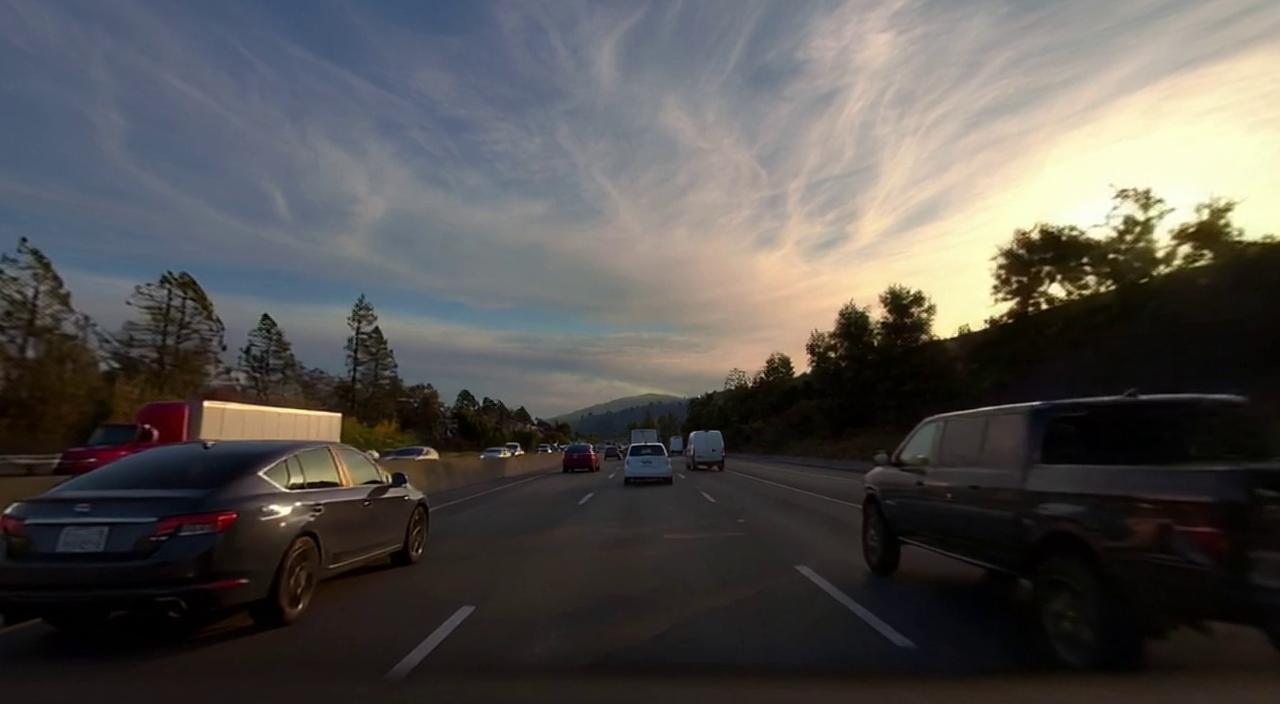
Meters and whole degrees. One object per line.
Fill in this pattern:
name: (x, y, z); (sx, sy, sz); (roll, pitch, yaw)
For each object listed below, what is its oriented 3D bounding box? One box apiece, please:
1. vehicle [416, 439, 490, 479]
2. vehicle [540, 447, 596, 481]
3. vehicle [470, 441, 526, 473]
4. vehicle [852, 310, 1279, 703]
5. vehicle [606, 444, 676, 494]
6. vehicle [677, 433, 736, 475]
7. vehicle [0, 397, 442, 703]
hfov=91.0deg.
vehicle: (-8.915, 5.134, 30.516); (2.187, 1.776, 4.518); (0, -9, 0)
vehicle: (-3.298, 5.194, 29.506); (2.062, 1.459, 4.365); (0, -9, 1)
vehicle: (-8.358, 6.220, 37.407); (2.168, 1.749, 4.698); (0, -9, 1)
vehicle: (3.397, 1.020, 4.050); (2.196, 1.773, 5.352); (0, -9, 0)
vehicle: (0.034, 3.757, 20.593); (2.053, 1.461, 3.941); (0, -9, 0)
vehicle: (3.508, 5.547, 34.370); (2.460, 2.086, 5.576); (0, -9, -1)
vehicle: (-3.353, 1.352, 5.243); (1.956, 1.602, 4.258); (0, -9, 1)
